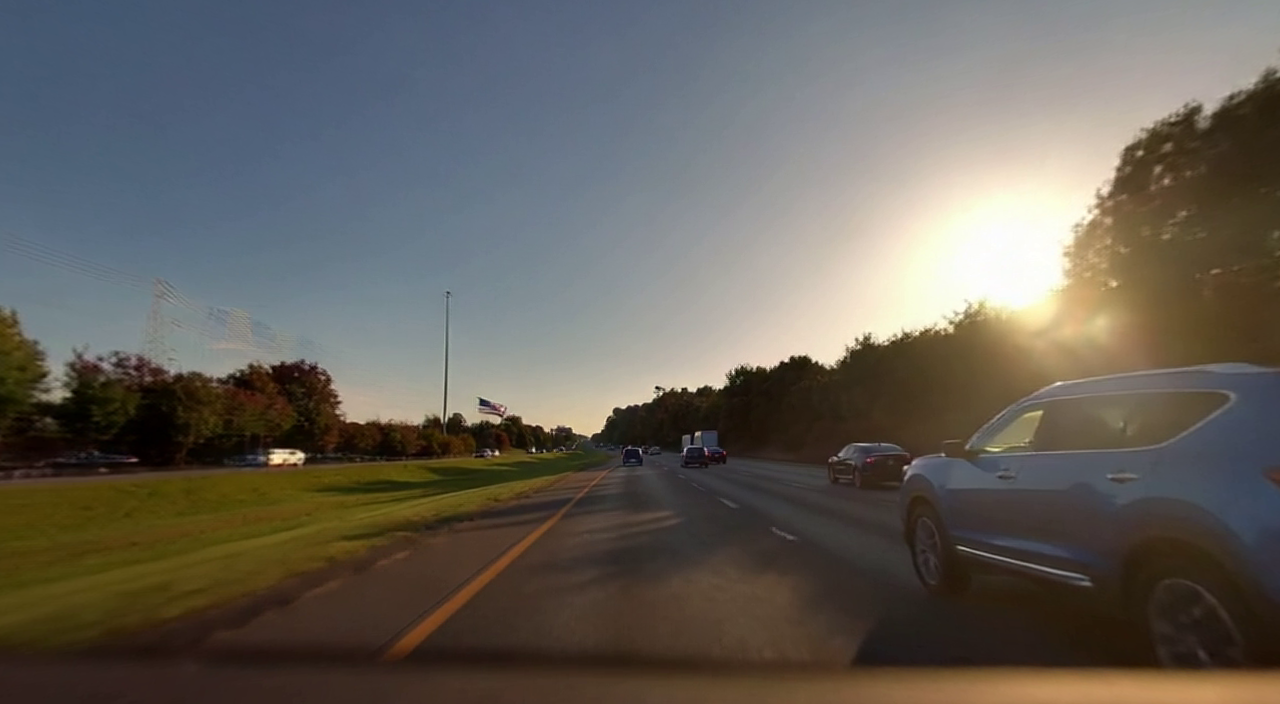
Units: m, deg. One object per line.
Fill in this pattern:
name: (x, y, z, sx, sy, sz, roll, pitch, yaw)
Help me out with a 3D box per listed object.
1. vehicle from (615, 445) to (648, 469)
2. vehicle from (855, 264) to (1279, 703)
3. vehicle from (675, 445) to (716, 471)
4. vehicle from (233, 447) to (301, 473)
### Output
vehicle: (-0.555, 6.891, 41.597, 2.085, 1.449, 3.860, 0, -8, -1)
vehicle: (3.727, 0.906, 4.097, 2.461, 2.013, 6.075, 0, -8, -1)
vehicle: (3.371, 6.509, 39.131, 1.978, 1.488, 4.252, 0, -8, -2)
vehicle: (-28.728, 8.292, 48.845, 2.139, 1.875, 5.063, 0, -8, 0)
